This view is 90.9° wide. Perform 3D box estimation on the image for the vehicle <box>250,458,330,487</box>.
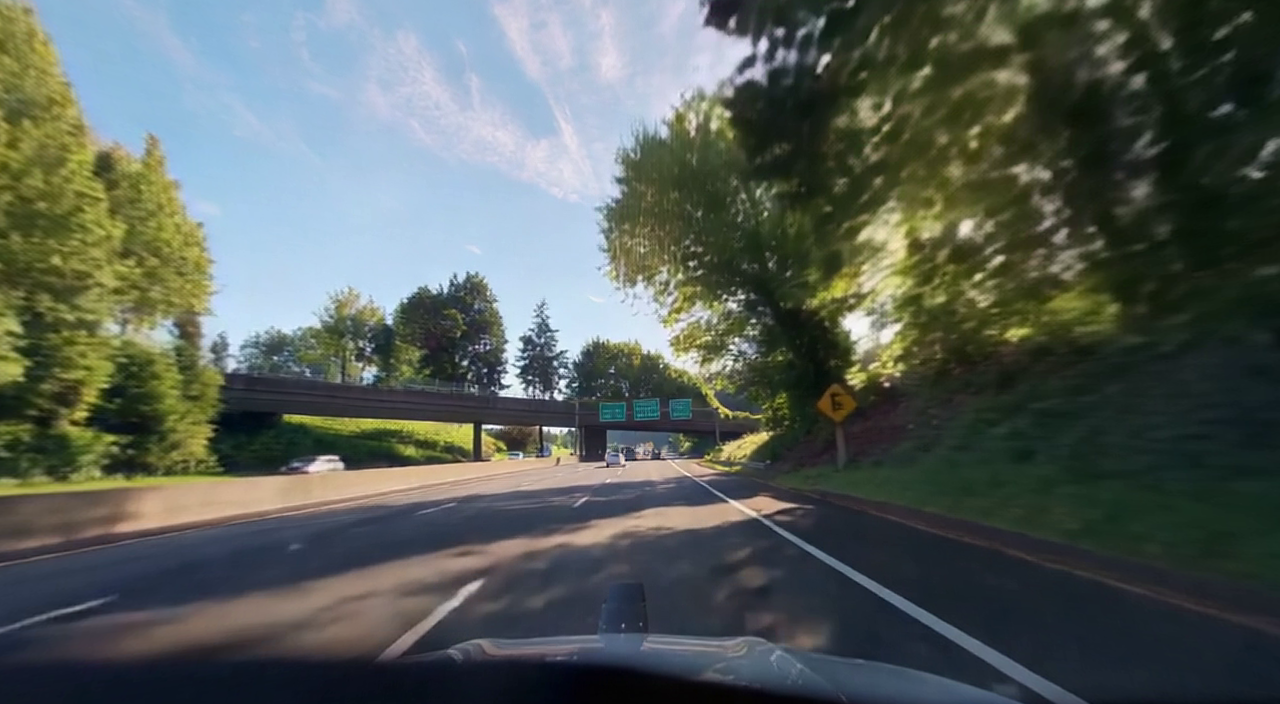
[{"bbox_3d":[-20.159,6.931,36.543,1.915,1.503,4.856,0,-9,0],"label":"vehicle"}]
